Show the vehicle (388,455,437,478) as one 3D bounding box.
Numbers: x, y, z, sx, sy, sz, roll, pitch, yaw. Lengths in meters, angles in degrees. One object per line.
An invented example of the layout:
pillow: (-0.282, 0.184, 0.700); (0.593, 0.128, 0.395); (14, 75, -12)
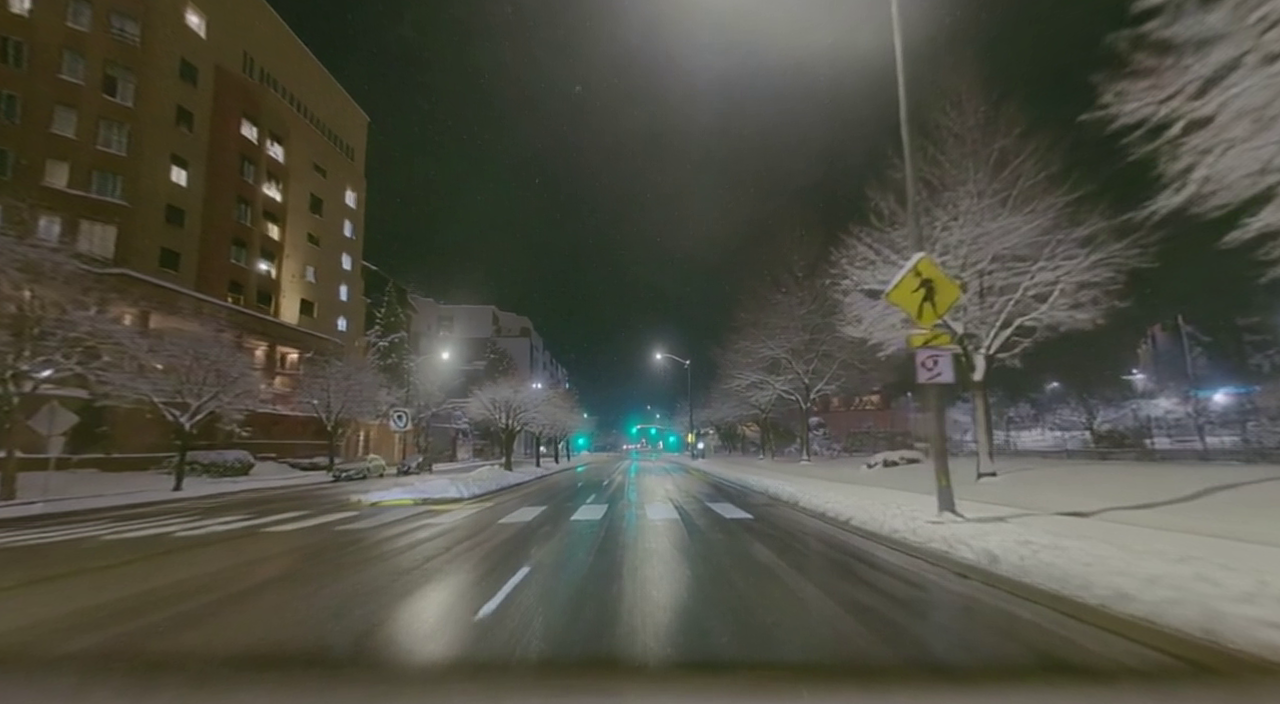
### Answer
vehicle: (-16.887, 8.485, 46.919); (1.912, 1.523, 4.433); (-3, -10, 1)

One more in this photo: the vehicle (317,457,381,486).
vehicle: (-16.768, 6.889, 36.554); (1.810, 1.478, 4.233); (-3, -10, -2)
